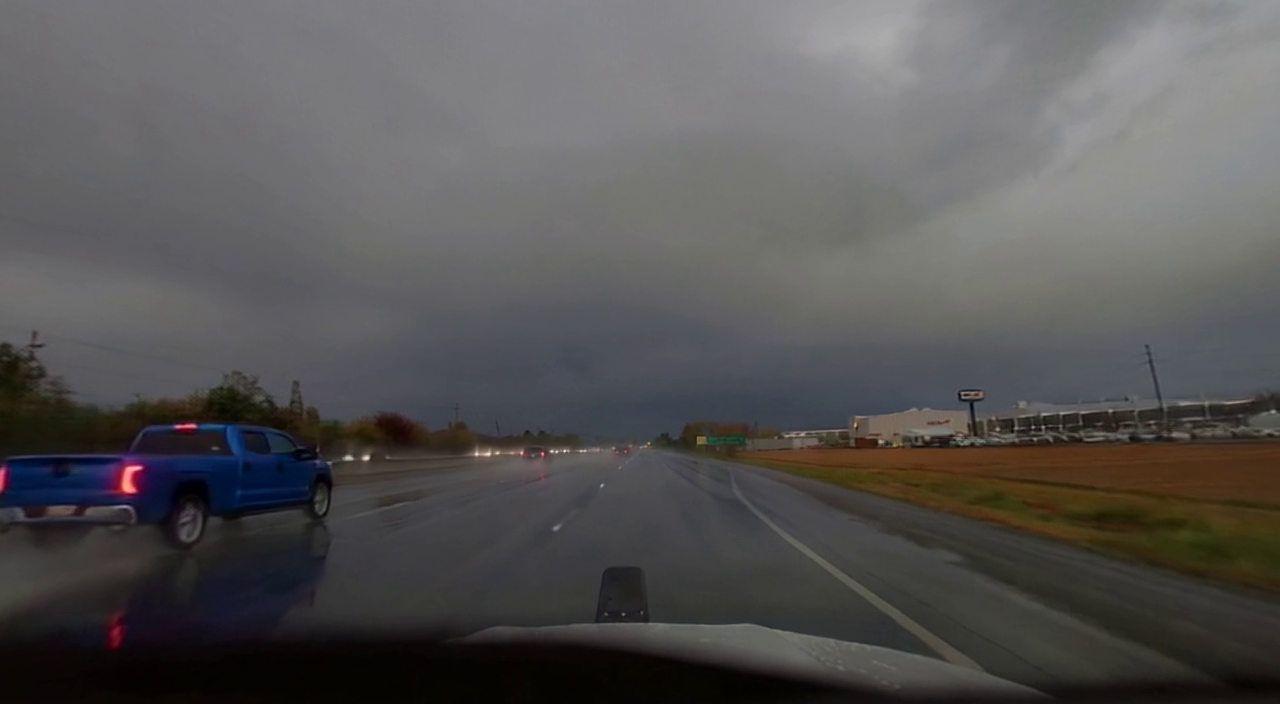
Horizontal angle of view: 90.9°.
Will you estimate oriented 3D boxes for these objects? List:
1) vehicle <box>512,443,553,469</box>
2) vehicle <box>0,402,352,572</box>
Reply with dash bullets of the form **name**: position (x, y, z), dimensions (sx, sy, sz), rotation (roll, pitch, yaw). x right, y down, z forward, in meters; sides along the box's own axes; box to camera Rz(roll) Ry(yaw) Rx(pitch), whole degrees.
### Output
- **vehicle**: position (-7.338, 7.143, 43.575), dimensions (2.021, 1.699, 4.324), rotation (0, -8, 1)
- **vehicle**: position (-7.169, 1.960, 10.195), dimensions (2.156, 1.911, 5.956), rotation (0, -8, 0)
